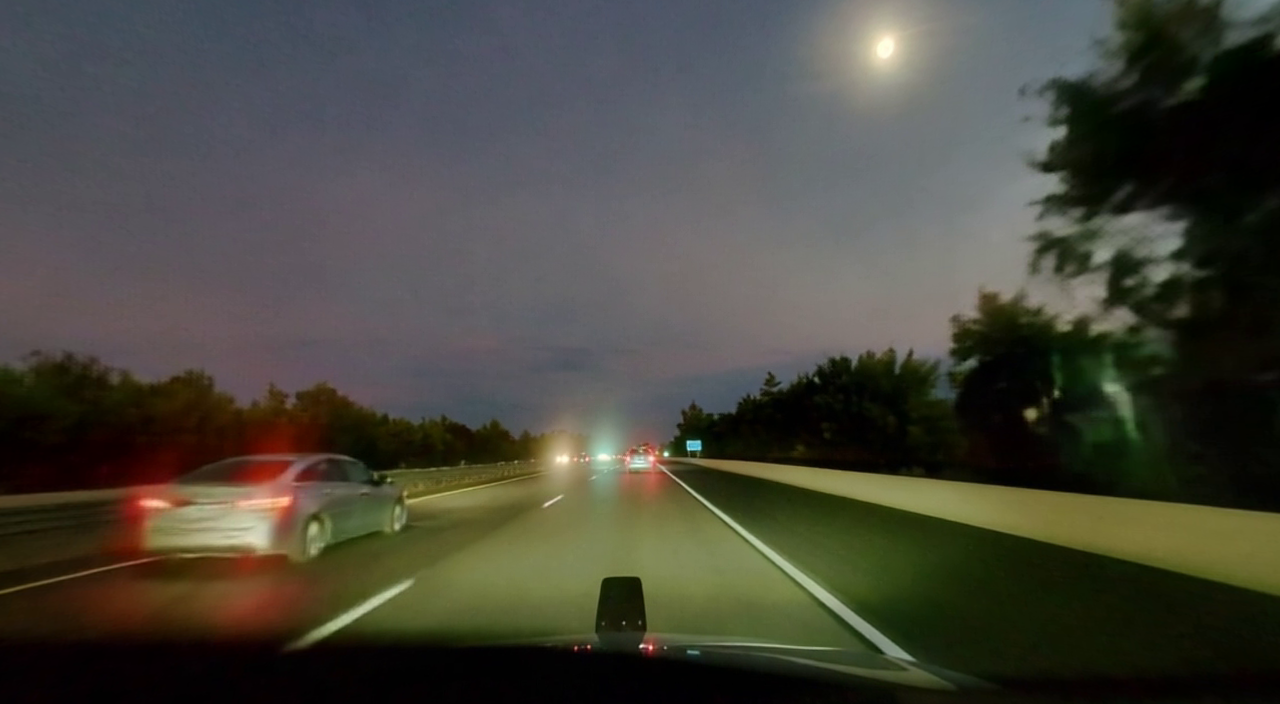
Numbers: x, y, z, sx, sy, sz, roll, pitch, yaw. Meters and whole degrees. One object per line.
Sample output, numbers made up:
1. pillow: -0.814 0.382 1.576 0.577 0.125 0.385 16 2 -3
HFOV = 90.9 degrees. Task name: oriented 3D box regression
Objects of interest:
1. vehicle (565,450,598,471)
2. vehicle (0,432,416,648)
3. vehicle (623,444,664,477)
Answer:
1. vehicle: -4.309 8.093 47.072 2.031 1.482 4.248 0 -9 0
2. vehicle: -4.168 1.642 6.597 1.998 1.460 4.422 0 -9 0
3. vehicle: 0.169 5.973 34.742 2.172 1.687 3.929 0 -9 0
